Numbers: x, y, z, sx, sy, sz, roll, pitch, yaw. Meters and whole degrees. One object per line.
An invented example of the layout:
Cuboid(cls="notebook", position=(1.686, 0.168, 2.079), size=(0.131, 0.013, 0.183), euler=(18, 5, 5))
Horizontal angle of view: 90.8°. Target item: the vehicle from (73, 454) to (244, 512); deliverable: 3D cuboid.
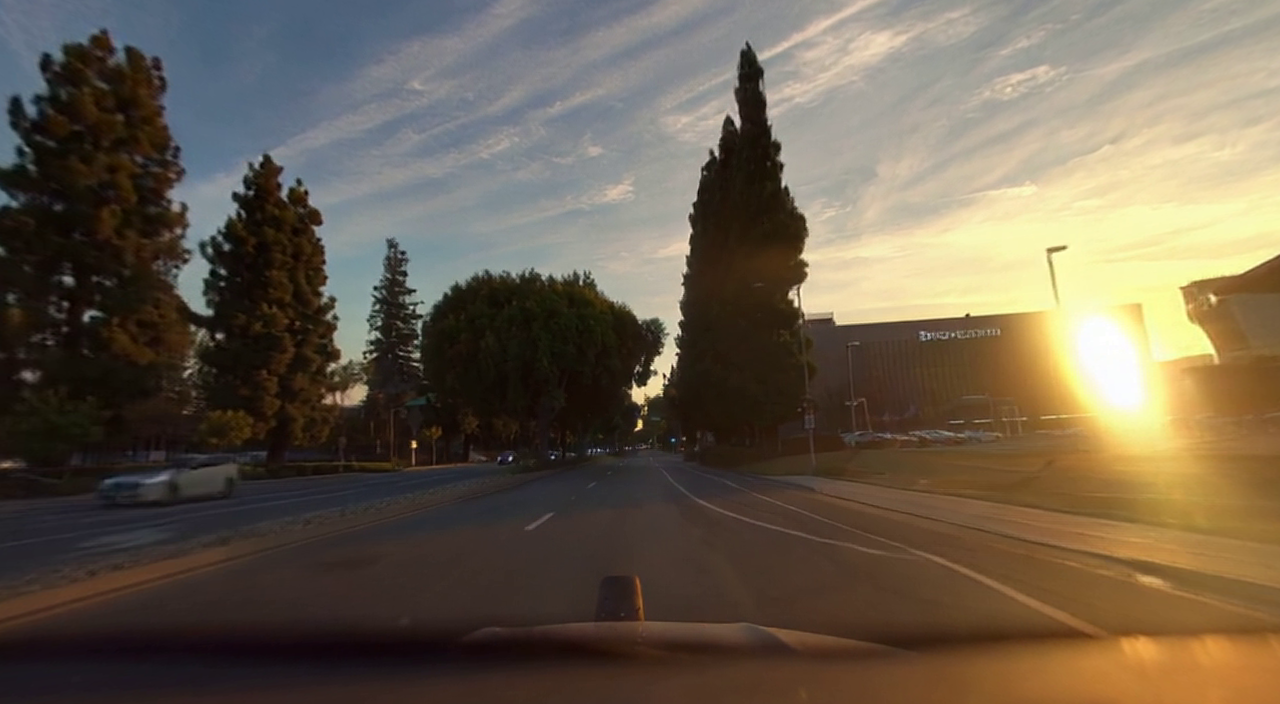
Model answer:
Cuboid(cls="vehicle", position=(-16.098, 4.346, 21.539), size=(2.131, 1.679, 4.554), euler=(-1, -9, 2))
